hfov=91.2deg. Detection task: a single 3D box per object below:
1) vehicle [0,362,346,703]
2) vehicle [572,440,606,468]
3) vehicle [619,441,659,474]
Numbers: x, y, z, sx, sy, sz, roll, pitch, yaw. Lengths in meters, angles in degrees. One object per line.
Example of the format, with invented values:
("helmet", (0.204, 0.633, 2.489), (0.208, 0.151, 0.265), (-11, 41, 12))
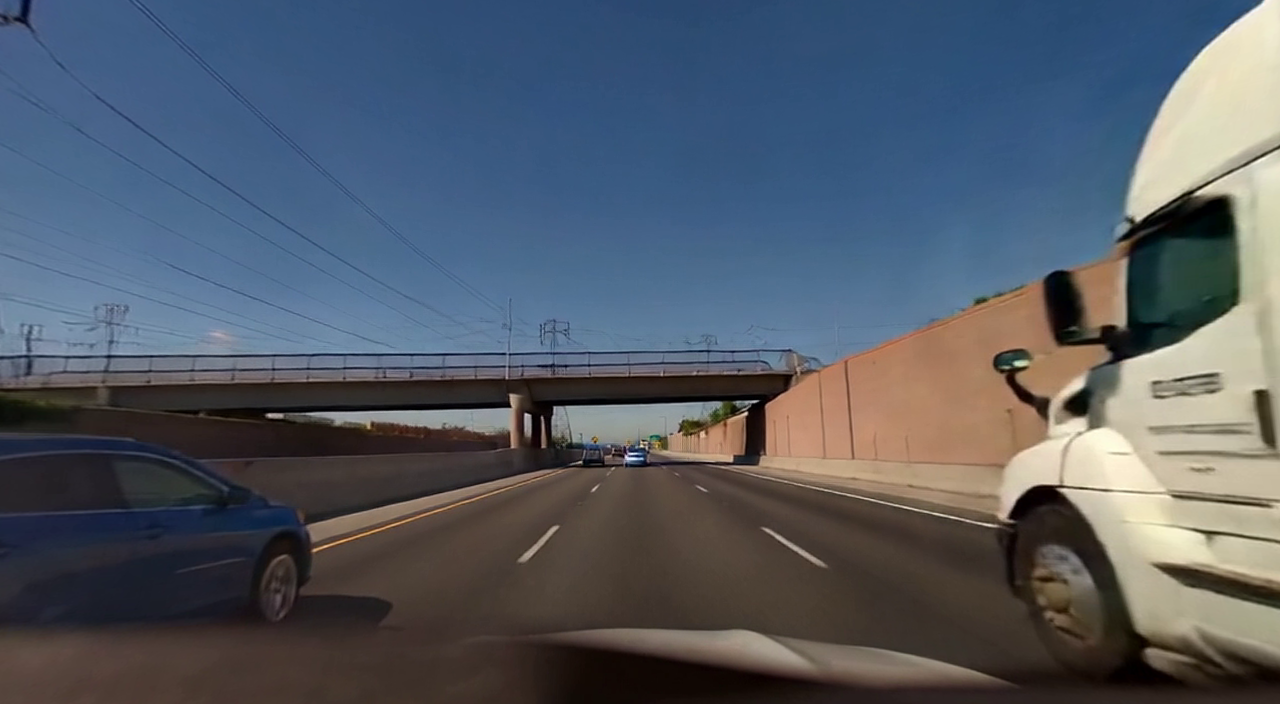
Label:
("vehicle", (-3.242, 0.908, 2.731), (1.987, 1.548, 3.981), (0, -9, 0))
("vehicle", (-3.697, 7.490, 46.109), (2.077, 1.884, 4.961), (0, -9, 0))
("vehicle", (-0.081, 5.690, 33.895), (2.004, 1.615, 4.113), (0, -9, 0))
